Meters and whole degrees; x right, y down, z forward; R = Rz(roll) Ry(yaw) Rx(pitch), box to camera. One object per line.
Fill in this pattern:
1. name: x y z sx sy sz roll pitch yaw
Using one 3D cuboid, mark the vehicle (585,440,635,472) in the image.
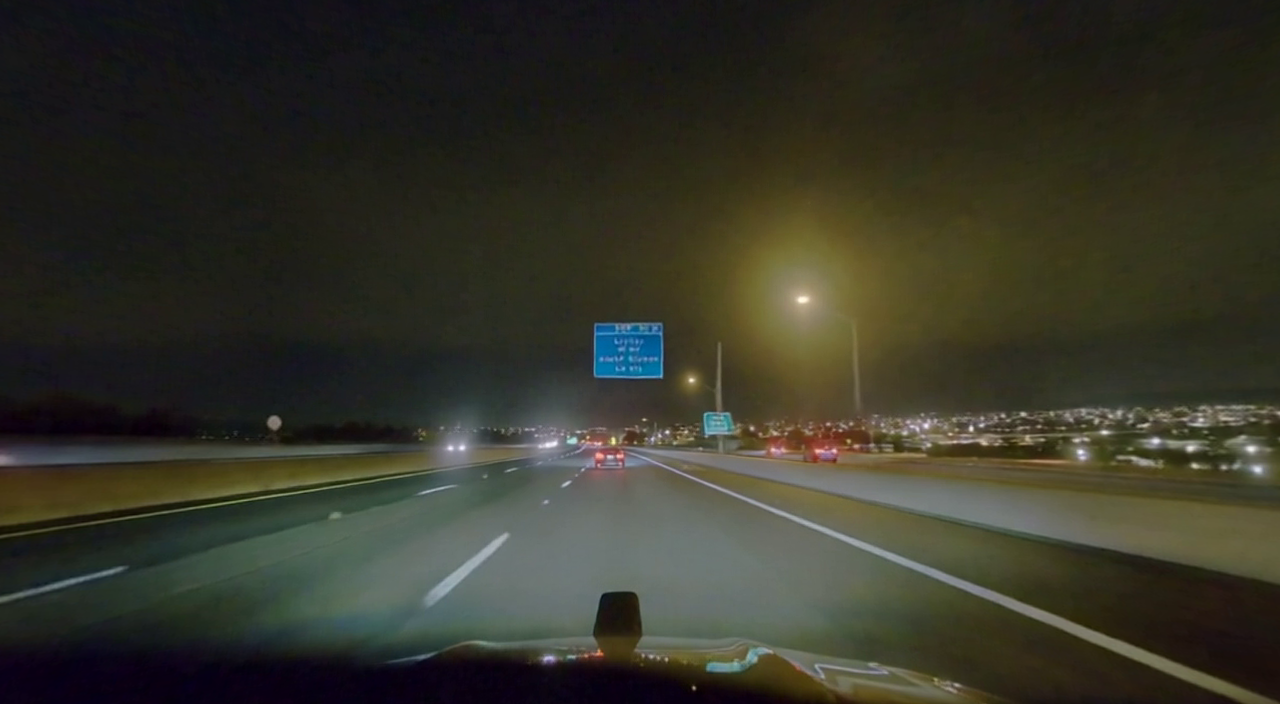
1. vehicle: -1.451 5.268 31.832 2.055 1.509 4.255 -1 -9 4
